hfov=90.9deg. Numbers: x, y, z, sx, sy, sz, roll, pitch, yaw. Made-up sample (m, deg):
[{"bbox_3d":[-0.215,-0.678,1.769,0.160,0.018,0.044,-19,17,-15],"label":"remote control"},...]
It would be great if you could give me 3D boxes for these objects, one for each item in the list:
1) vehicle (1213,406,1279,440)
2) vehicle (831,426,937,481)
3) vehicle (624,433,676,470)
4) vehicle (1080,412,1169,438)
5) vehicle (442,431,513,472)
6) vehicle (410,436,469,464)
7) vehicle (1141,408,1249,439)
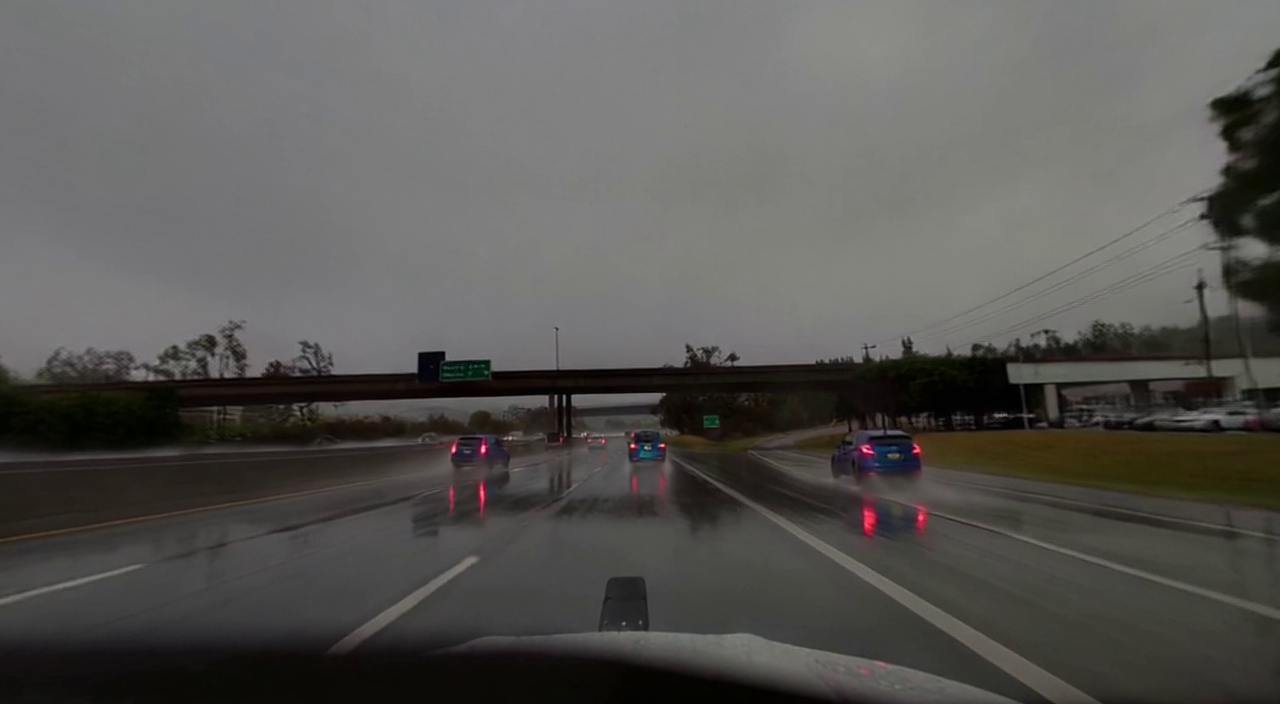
[{"bbox_3d":[28.753,3.241,28.478,1.797,1.435,4.566,-1,-9,6],"label":"vehicle"},{"bbox_3d":[8.172,3.454,21.644,2.095,1.674,4.530,-1,-9,4],"label":"vehicle"},{"bbox_3d":[0.394,4.423,28.037,2.145,1.493,4.146,0,-9,0],"label":"vehicle"},{"bbox_3d":[30.090,4.618,39.367,1.926,1.468,5.111,-1,-9,6],"label":"vehicle"},{"bbox_3d":[-7.281,4.506,28.705,2.067,1.682,4.388,0,-9,0],"label":"vehicle"},{"bbox_3d":[-11.514,5.676,36.555,1.858,1.491,4.734,0,-9,0],"label":"vehicle"},{"bbox_3d":[29.517,3.894,33.776,1.842,1.460,4.810,-1,-9,7],"label":"vehicle"}]
